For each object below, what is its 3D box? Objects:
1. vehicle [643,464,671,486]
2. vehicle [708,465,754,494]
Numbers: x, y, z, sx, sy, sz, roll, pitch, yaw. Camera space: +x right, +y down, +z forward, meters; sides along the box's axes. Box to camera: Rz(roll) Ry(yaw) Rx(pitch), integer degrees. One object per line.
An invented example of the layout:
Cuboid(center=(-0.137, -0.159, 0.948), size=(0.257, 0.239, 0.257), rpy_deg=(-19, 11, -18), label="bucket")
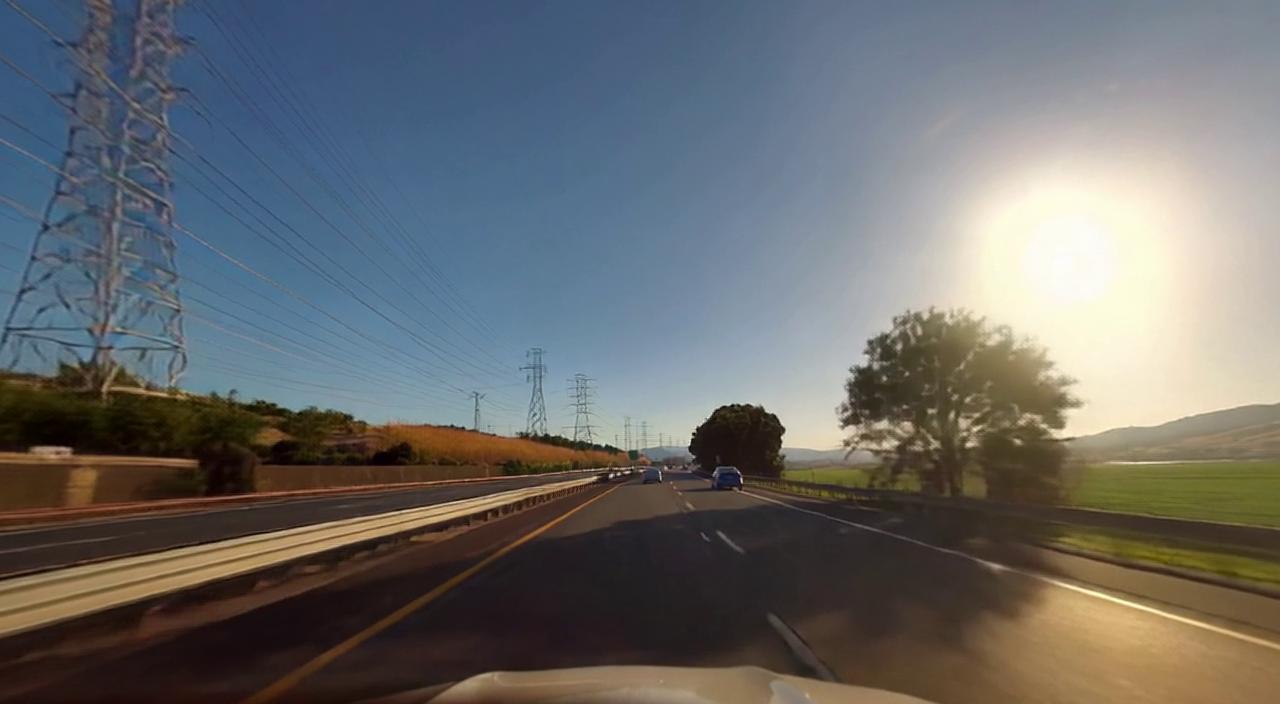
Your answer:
Cuboid(center=(1.259, 9.540, 48.726), size=(2.038, 1.596, 4.246), rpy_deg=(1, -10, 0), label="vehicle")
Cuboid(center=(5.170, 7.304, 36.226), size=(1.985, 1.521, 3.904), rpy_deg=(1, -10, -1), label="vehicle")
